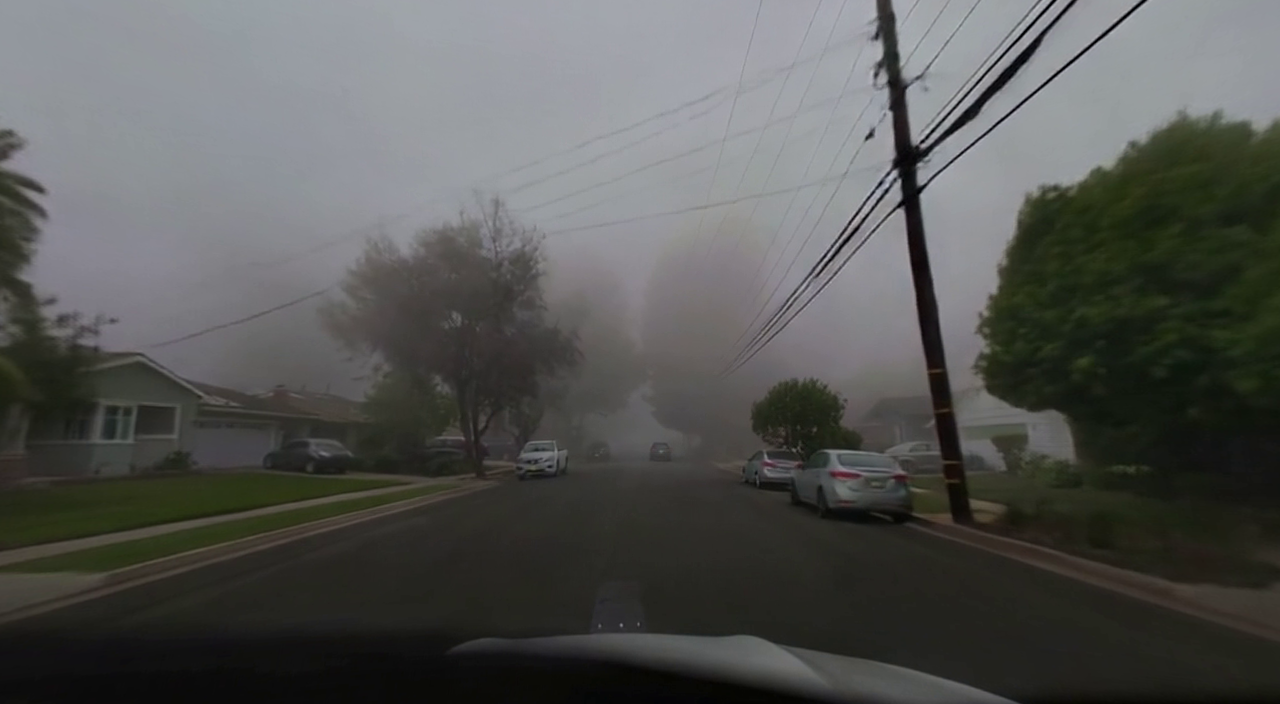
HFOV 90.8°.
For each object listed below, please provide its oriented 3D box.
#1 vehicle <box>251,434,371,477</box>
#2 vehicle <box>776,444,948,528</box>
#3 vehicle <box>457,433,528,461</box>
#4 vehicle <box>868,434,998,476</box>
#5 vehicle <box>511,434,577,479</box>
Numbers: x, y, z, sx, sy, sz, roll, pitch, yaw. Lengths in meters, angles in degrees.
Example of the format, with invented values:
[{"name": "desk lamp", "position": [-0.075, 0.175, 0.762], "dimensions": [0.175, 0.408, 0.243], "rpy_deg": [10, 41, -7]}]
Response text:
[{"name": "vehicle", "position": [-13.938, 4.355, 26.717], "dimensions": [4.702, 1.675, 1.984], "rpy_deg": [-4, -9, 26]}, {"name": "vehicle", "position": [4.416, 2.700, 13.420], "dimensions": [2.031, 1.471, 4.328], "rpy_deg": [0, -9, -1]}, {"name": "vehicle", "position": [-11.433, 7.416, 49.264], "dimensions": [4.962, 1.866, 2.075], "rpy_deg": [3, -9, -1]}, {"name": "vehicle", "position": [12.540, 4.446, 27.306], "dimensions": [4.583, 1.709, 1.977], "rpy_deg": [-1, -9, 5]}, {"name": "vehicle", "position": [-4.271, 4.709, 28.945], "dimensions": [2.164, 1.810, 5.044], "rpy_deg": [1, -8, 1]}]
